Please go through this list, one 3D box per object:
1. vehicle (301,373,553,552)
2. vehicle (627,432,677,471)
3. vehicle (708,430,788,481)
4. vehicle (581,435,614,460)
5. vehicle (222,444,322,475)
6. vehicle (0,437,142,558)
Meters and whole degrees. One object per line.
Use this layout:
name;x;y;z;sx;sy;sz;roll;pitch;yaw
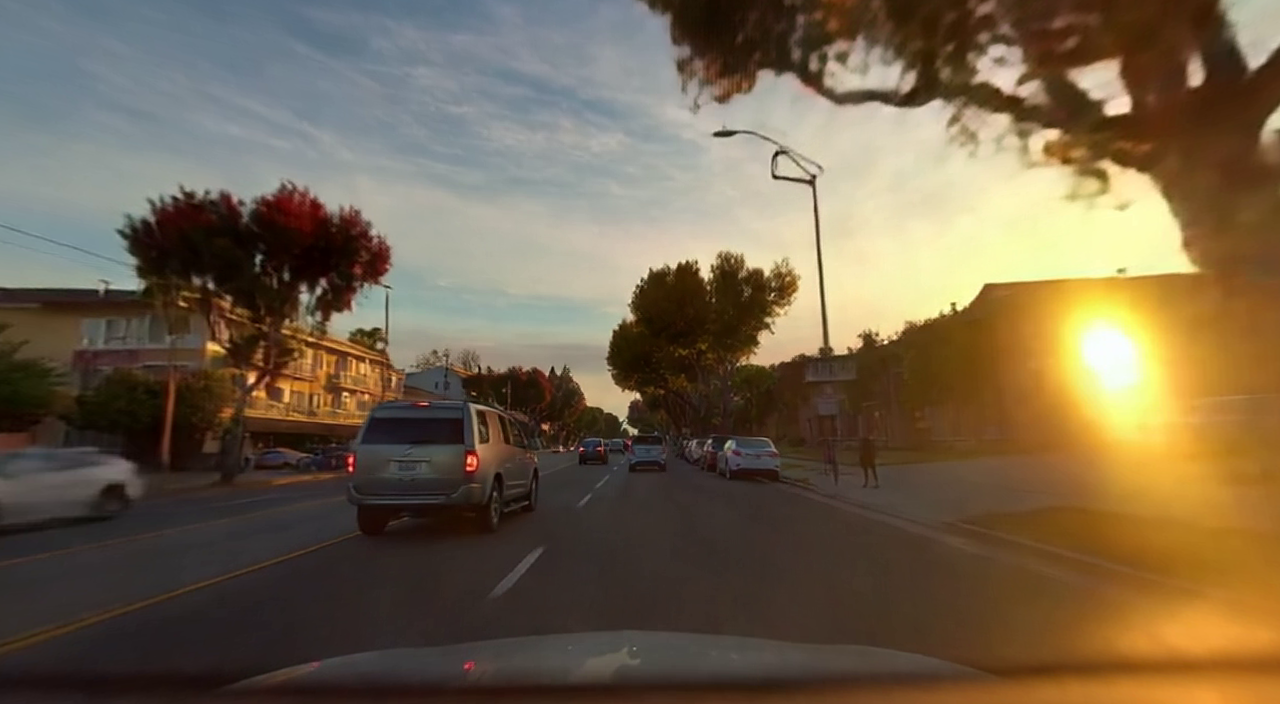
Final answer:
vehicle;-2.891;1.671;10.146;2.213;2.123;5.124;0;-8;0
vehicle;0.490;4.569;29.192;2.126;1.657;4.132;0;-8;-1
vehicle;3.806;3.750;23.174;1.947;1.646;4.782;0;-8;-2
vehicle;-2.930;6.711;44.625;2.028;1.689;4.162;0;-8;1
vehicle;-23.281;6.787;40.127;5.075;1.581;2.063;-3;-8;-2
vehicle;-9.178;1.854;7.960;1.952;1.537;4.746;0;-8;0
